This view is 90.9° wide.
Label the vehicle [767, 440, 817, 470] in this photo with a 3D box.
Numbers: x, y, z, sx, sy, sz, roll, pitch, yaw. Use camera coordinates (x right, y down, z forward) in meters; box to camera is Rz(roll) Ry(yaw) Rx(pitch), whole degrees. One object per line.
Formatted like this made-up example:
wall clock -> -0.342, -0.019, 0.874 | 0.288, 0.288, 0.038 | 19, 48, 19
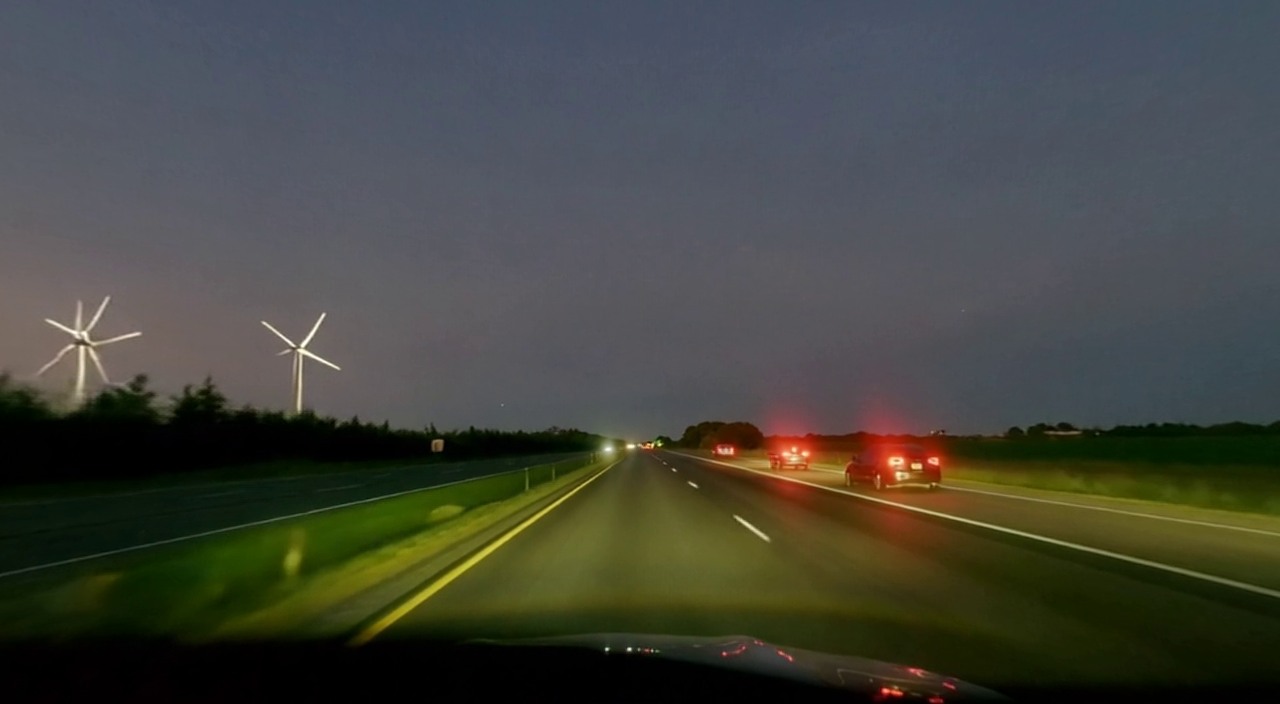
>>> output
vehicle -> 9.225, 6.290, 38.631 | 1.897, 1.669, 4.825 | 0, -9, 0
